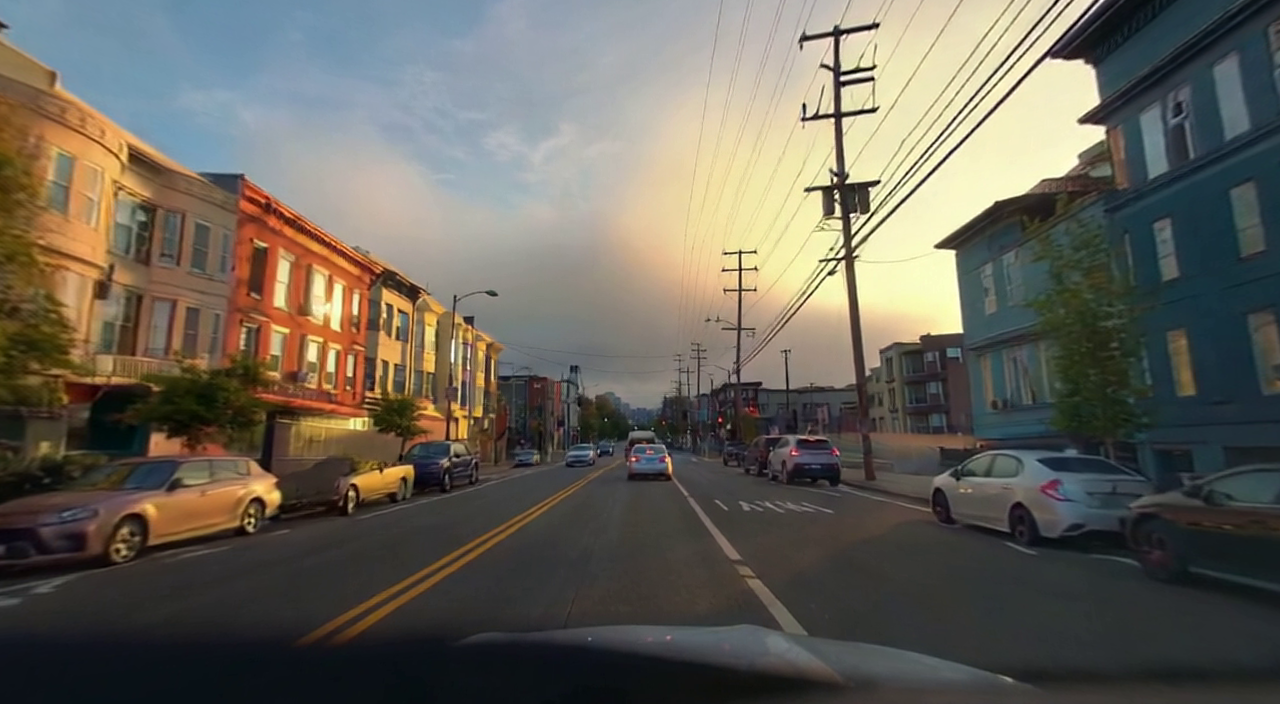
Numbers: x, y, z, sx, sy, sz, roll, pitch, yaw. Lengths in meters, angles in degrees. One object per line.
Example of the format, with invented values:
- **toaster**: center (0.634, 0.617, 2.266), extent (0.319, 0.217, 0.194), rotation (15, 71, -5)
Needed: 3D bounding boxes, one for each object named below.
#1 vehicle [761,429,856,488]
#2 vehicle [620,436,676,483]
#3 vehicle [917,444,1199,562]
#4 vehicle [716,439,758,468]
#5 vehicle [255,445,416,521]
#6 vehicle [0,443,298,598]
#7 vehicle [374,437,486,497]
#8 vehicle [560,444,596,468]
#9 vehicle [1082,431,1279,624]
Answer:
- **vehicle**: center (6.495, 4.204, 25.222), extent (2.203, 2.052, 5.975), rotation (0, -9, 0)
- **vehicle**: center (0.325, 4.067, 24.169), extent (1.980, 1.635, 3.795), rotation (0, -9, 1)
- **vehicle**: center (6.559, 2.347, 10.617), extent (1.842, 1.561, 4.084), rotation (0, -9, -1)
- **vehicle**: center (6.848, 7.224, 45.233), extent (2.197, 1.917, 5.637), rotation (0, -9, 1)
- **vehicle**: center (-7.236, 3.103, 15.581), extent (1.928, 1.552, 4.234), rotation (0, -8, -1)
- **vehicle**: center (-7.289, 2.165, 9.227), extent (1.884, 1.582, 4.837), rotation (0, -8, 0)
- **vehicle**: center (-7.202, 3.952, 22.388), extent (2.095, 1.847, 5.290), rotation (0, -8, 1)
- **vehicle**: center (-4.122, 6.958, 42.579), extent (1.944, 1.515, 4.428), rotation (0, -9, 1)
- **vehicle**: center (6.462, 1.495, 5.386), extent (2.018, 1.630, 4.594), rotation (0, -9, 0)
